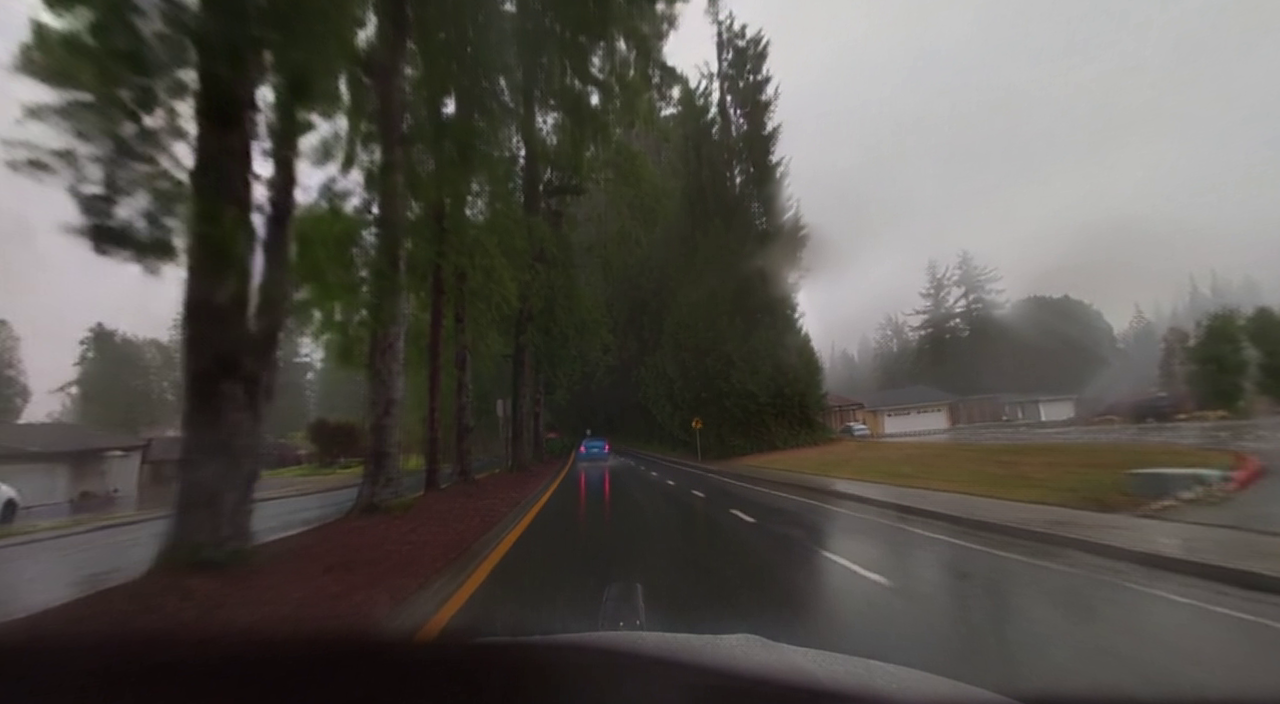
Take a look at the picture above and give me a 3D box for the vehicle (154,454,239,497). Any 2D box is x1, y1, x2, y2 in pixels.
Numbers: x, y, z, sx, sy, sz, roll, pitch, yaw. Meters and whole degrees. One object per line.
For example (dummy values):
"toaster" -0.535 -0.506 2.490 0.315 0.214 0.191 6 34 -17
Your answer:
"vehicle" -24.405 6.755 35.036 2.076 2.085 5.241 1 -8 -15

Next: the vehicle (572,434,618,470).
"vehicle" -2.394 5.135 32.699 2.216 1.708 4.110 0 -8 -6
